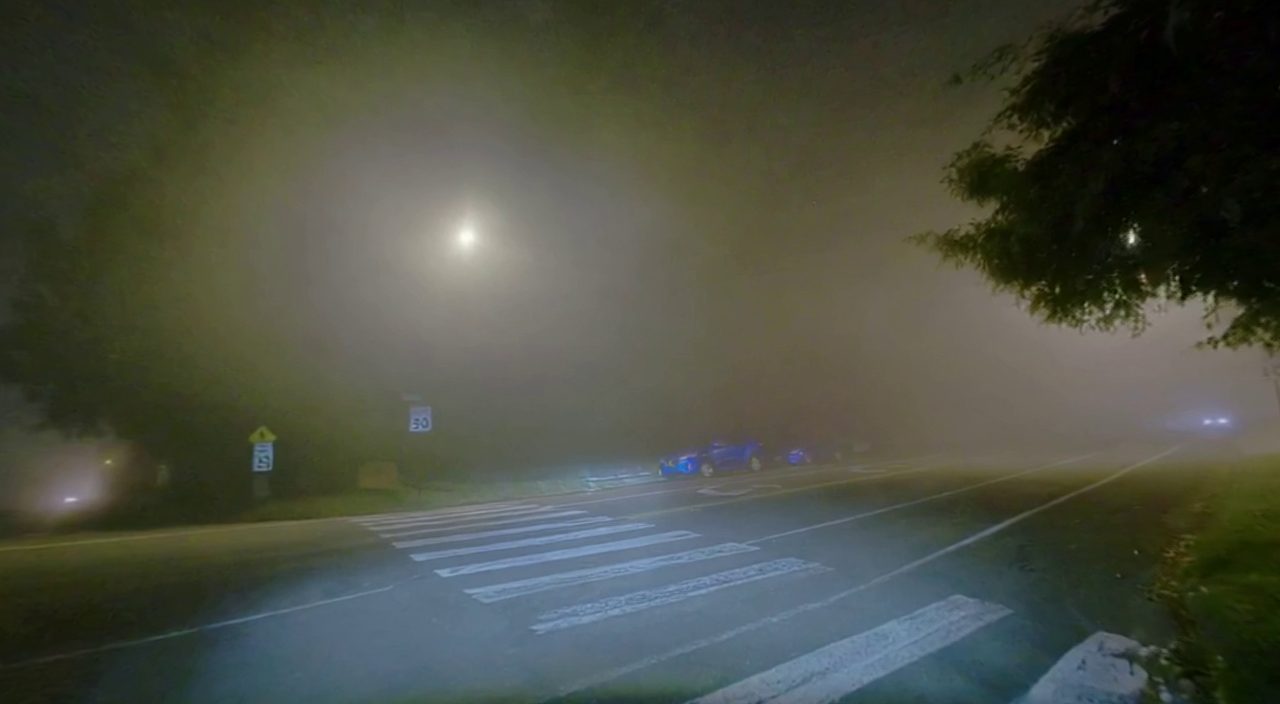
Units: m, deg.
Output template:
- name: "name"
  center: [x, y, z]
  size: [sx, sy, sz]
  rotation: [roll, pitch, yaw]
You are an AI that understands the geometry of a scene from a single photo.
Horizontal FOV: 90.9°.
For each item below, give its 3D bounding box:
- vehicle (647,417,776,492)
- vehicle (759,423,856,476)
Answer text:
- name: "vehicle"
  center: [2.919, 3.930, 24.613]
  size: [2.159, 1.959, 5.179]
  rotation: [-14, -7, 41]
- name: "vehicle"
  center: [7.831, 4.487, 29.276]
  size: [4.467, 1.700, 2.087]
  rotation: [-3, -8, -44]
